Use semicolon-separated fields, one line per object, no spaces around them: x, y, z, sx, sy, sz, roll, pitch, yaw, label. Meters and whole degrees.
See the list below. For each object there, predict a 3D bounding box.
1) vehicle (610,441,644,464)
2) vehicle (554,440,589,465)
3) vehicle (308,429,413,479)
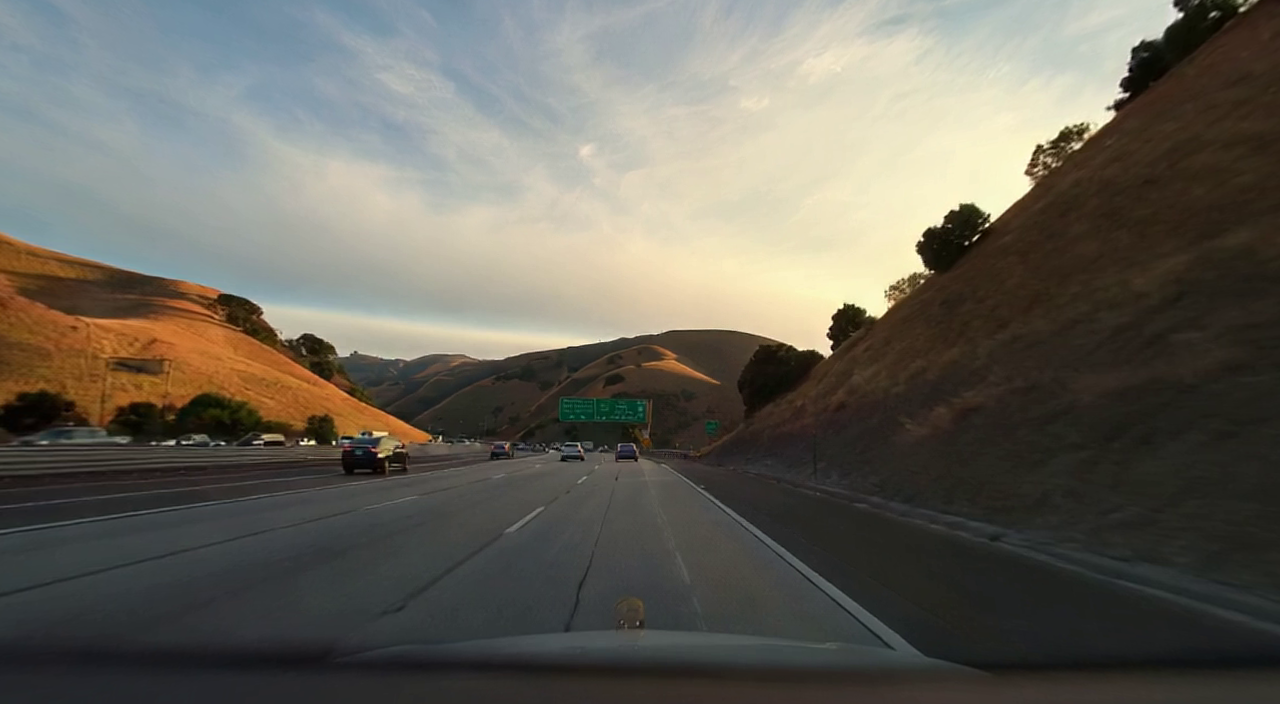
-0.976;7.387;46.501;2.421;1.594;4.248;0;-9;-2;vehicle
-4.790;7.117;44.660;2.060;1.631;4.214;0;-8;-1;vehicle
-11.868;4.377;27.228;2.219;1.923;4.985;0;-8;0;vehicle
